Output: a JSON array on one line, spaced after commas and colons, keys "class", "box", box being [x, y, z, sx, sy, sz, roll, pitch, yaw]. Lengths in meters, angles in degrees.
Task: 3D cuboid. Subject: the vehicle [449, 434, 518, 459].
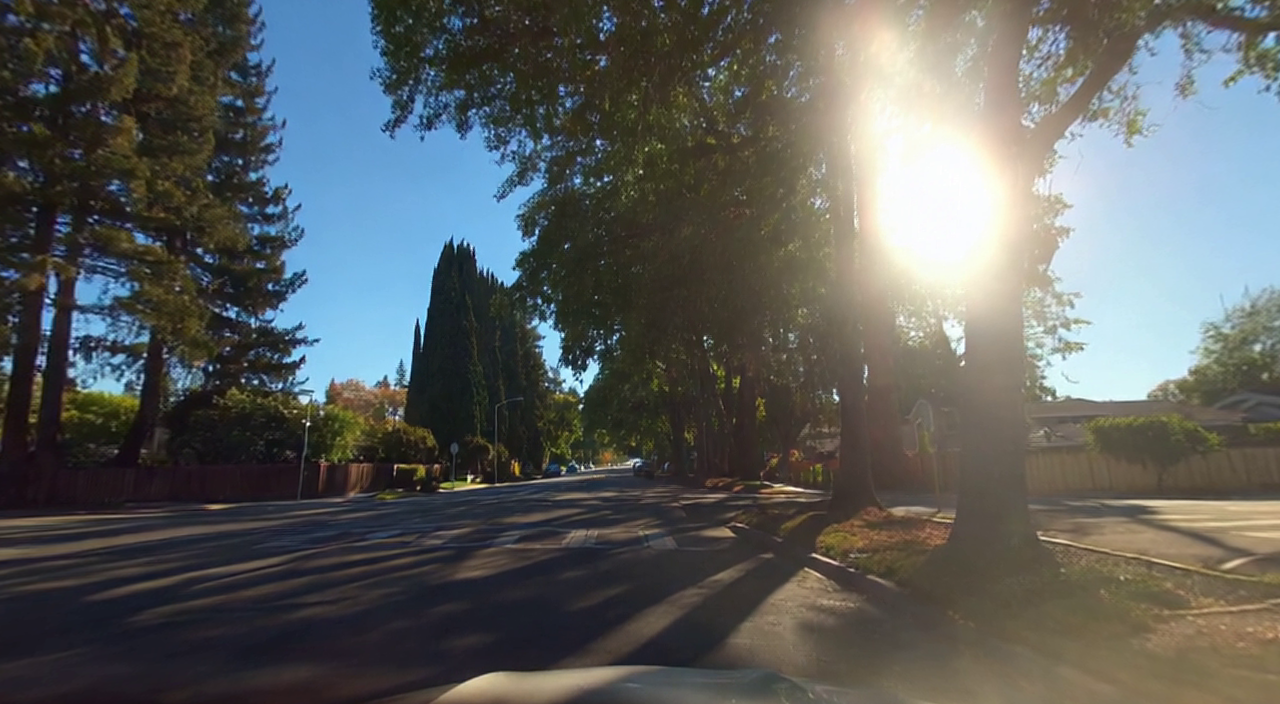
[{"class": "vehicle", "box": [-11.685, 7.086, 47.268, 4.622, 1.782, 1.836, 0, -8, 1]}]
